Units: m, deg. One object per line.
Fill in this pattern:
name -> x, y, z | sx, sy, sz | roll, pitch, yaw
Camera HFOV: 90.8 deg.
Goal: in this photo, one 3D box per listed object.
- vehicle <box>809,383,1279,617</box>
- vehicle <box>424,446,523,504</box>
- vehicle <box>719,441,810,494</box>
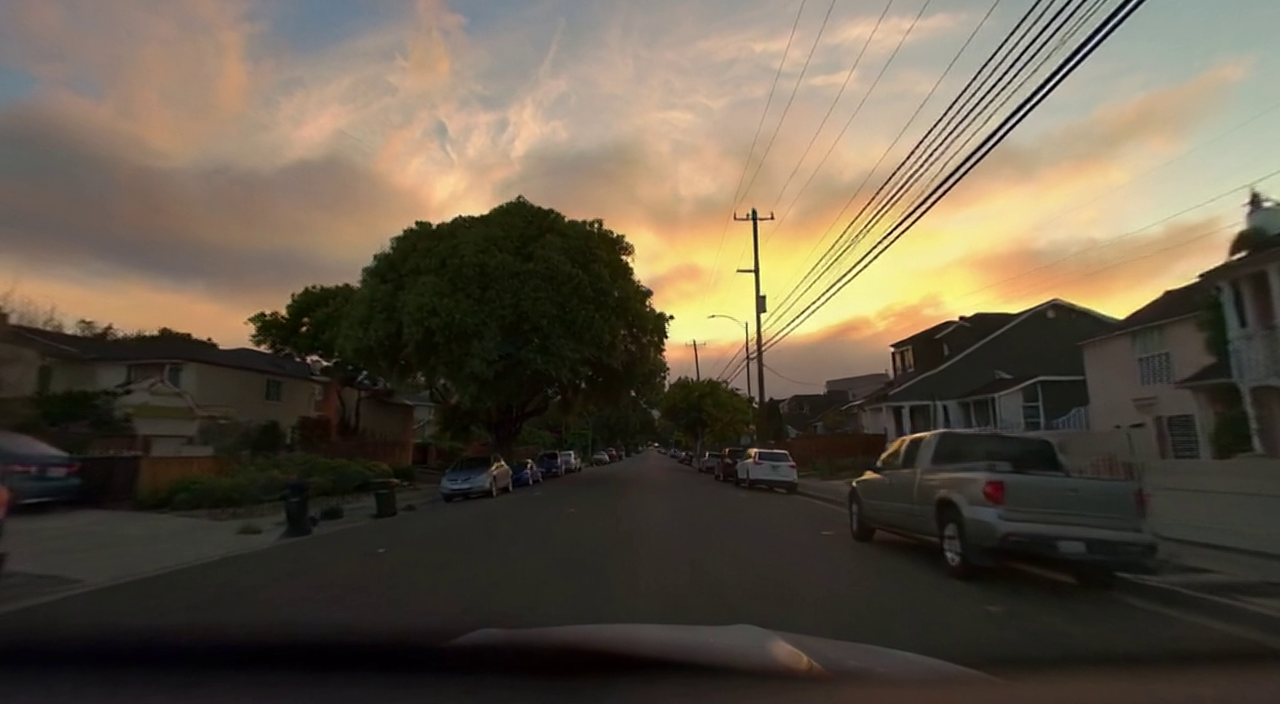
vehicle -> 4.421, 1.746, 8.574 | 2.547, 2.075, 5.693 | 0, -9, -1
vehicle -> -5.215, 3.892, 20.474 | 1.971, 1.648, 4.638 | 0, -9, 0
vehicle -> 4.896, 4.663, 26.028 | 2.462, 1.894, 6.076 | 0, -9, 0
